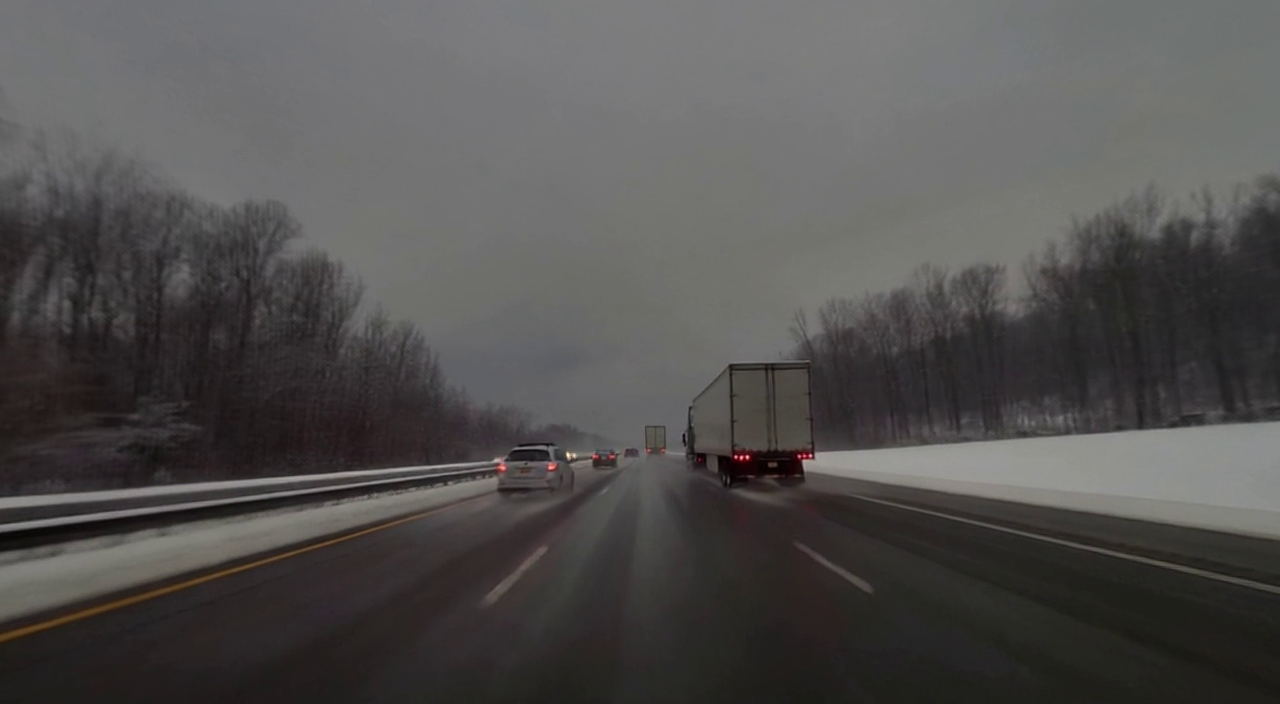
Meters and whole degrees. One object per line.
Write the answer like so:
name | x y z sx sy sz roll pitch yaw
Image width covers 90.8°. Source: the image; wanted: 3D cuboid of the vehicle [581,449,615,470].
vehicle | -3.062 7.953 46.901 2.121 1.445 4.651 0 -9 1

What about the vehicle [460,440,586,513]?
vehicle | -2.713 3.041 15.943 2.104 1.526 4.940 0 -9 2

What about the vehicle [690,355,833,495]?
vehicle | 4.101 3.232 25.679 2.974 4.083 14.389 0 -9 0
